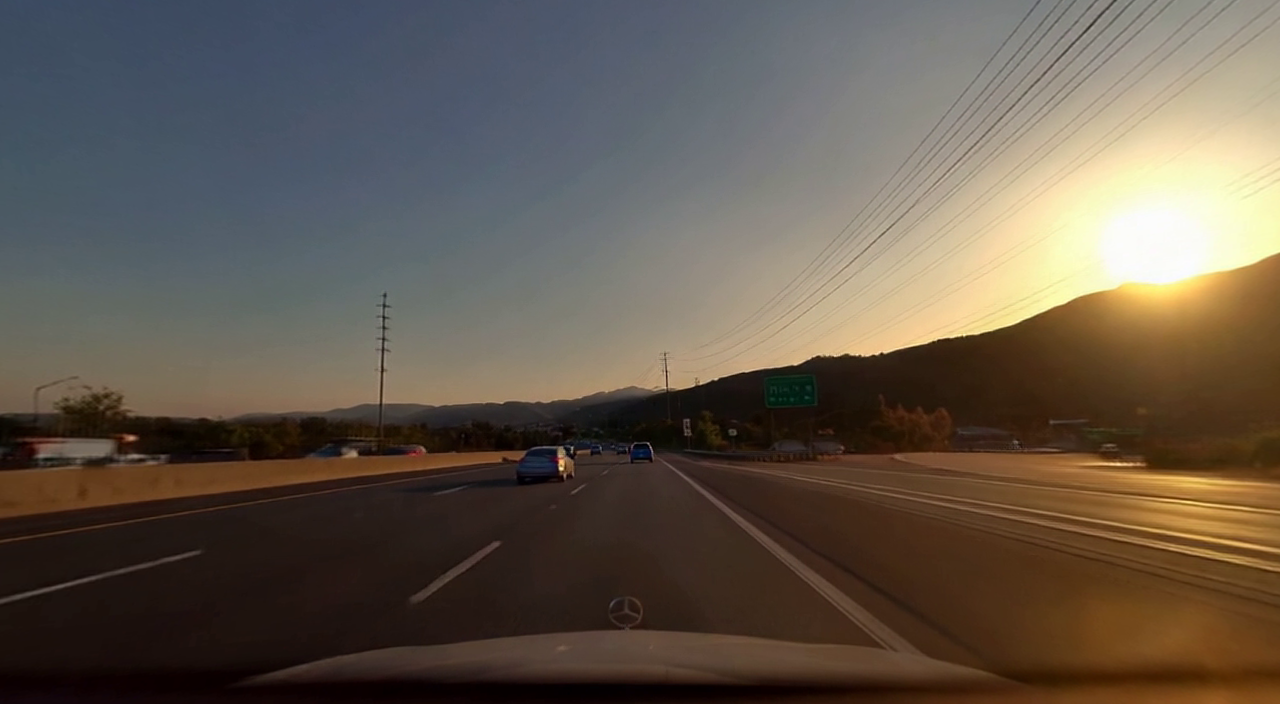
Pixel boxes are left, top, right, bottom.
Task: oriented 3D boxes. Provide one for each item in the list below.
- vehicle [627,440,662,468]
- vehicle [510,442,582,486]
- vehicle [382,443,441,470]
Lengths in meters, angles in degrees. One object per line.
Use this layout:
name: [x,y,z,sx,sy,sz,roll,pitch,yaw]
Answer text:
vehicle: [0.294,6.760,42.104,2.194,1.737,4.127,0,-8,0]
vehicle: [-3.457,4.215,24.127,1.967,1.517,4.808,0,-9,1]
vehicle: [-14.332,6.588,39.883,2.047,1.608,4.257,0,-8,1]
